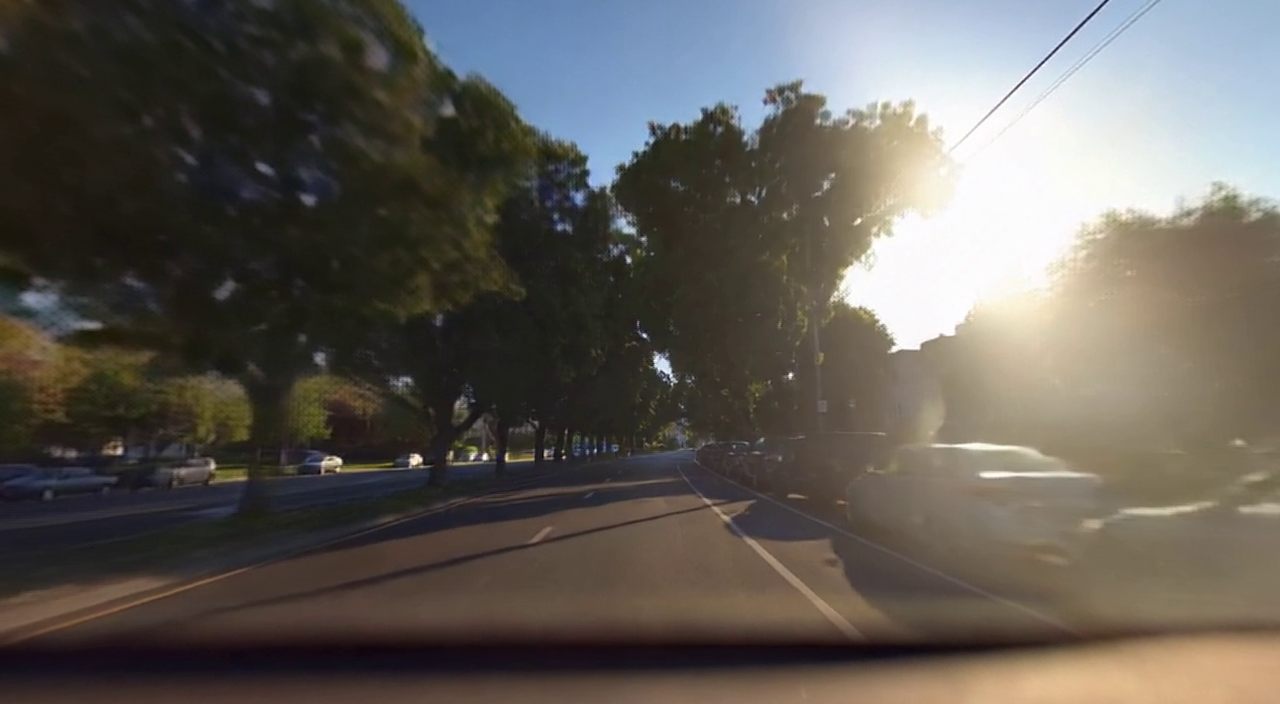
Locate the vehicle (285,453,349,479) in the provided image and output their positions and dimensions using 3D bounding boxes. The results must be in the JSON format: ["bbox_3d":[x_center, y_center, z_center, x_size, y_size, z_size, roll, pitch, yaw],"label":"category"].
[{"bbox_3d":[-22.913,8.070,45.016,1.950,1.466,4.728,-2,-7,2],"label":"vehicle"}]

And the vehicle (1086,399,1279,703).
[{"bbox_3d":[4.230,0.922,2.515,1.876,1.578,4.323,-1,-9,3],"label":"vehicle"}]

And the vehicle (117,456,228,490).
[{"bbox_3d":[-23.379,6.060,31.861,1.915,1.492,4.565,-1,-9,4],"label":"vehicle"}]

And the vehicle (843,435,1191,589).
[{"bbox_3d":[4.346,1.871,8.332,1.788,1.452,4.424,0,-9,-1],"label":"vehicle"}]

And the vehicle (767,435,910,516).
[{"bbox_3d":[4.339,2.756,14.645,1.794,1.560,4.429,0,-9,-1],"label":"vehicle"}]

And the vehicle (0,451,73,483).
[{"bbox_3d":[-33.682,6.161,34.064,4.374,1.649,1.943,-1,-9,2],"label":"vehicle"}]
